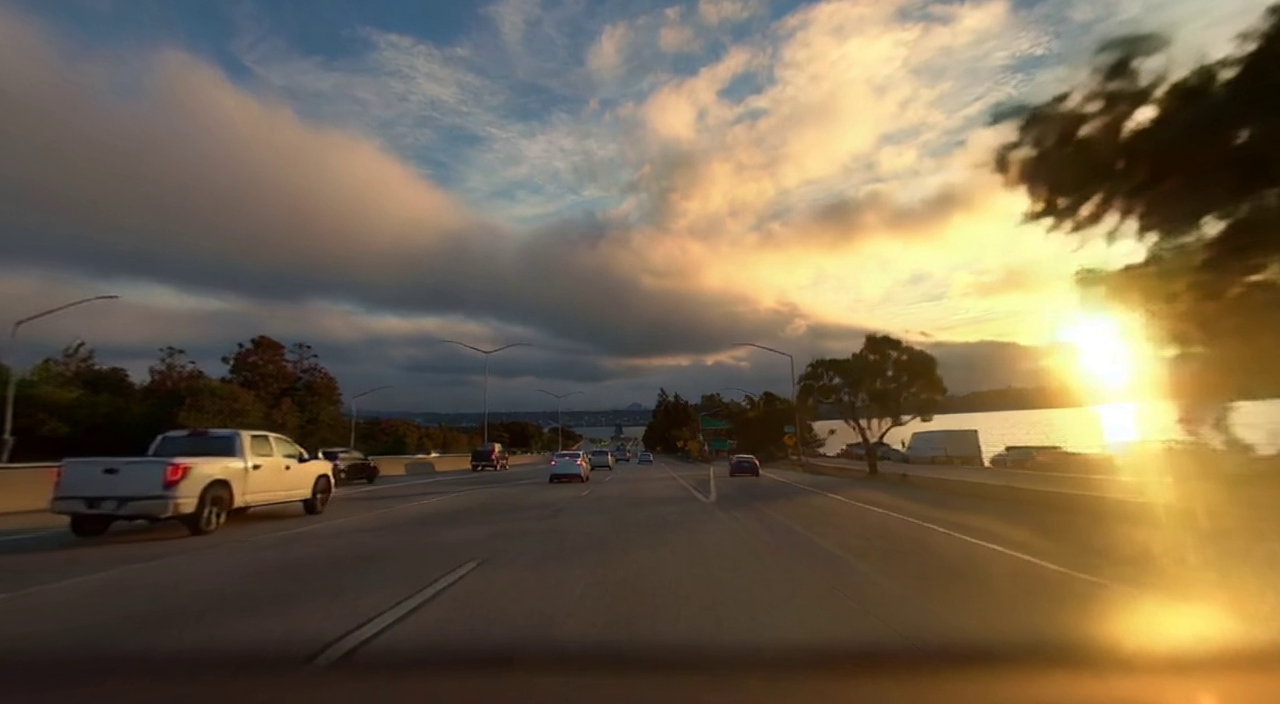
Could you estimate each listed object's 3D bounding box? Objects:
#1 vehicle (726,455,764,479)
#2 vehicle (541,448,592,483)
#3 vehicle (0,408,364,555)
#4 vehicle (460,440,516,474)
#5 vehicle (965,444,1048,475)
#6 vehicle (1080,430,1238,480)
[{"bbox_3d":[7.160,7.886,43.375,2.153,1.510,4.646,0,-9,4],"label":"vehicle"},{"bbox_3d":[-3.910,6.127,34.360,2.132,1.708,4.571,0,-9,1],"label":"vehicle"},{"bbox_3d":[-7.304,2.090,10.973,2.250,1.870,5.647,0,-9,2],"label":"vehicle"},{"bbox_3d":[-10.683,7.424,44.843,2.442,2.191,5.760,0,-9,1],"label":"vehicle"},{"bbox_3d":[21.992,6.443,38.102,2.097,1.692,5.148,-1,-8,3],"label":"vehicle"},{"bbox_3d":[24.428,4.902,30.159,2.456,2.117,6.561,-1,-9,5],"label":"vehicle"}]
